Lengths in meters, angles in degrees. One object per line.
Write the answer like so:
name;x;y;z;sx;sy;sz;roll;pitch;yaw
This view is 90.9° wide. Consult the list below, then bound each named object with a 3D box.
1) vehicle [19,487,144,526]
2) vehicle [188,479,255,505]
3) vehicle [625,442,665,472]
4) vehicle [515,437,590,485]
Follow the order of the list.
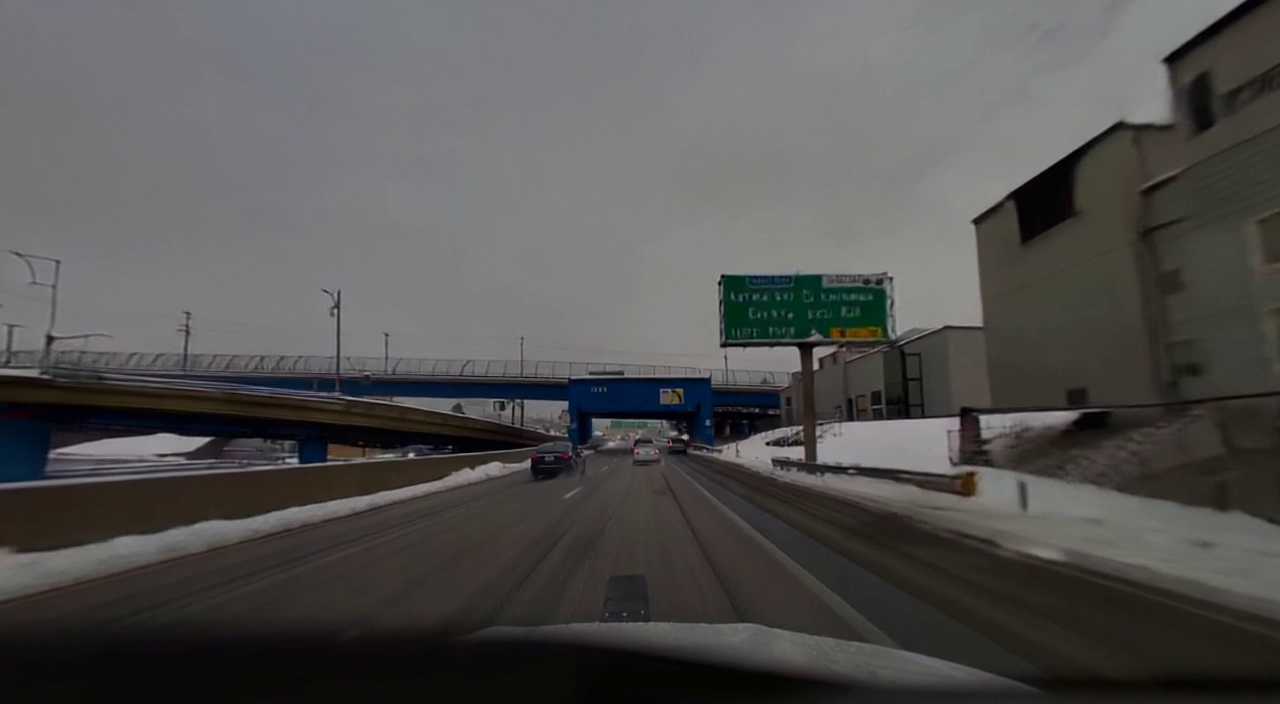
vehicle;-28.323;7.840;32.227;2.125;1.513;4.588;0;-8;1
vehicle;-31.783;10.625;48.097;2.059;1.636;4.402;0;-8;0
vehicle;0.252;5.280;31.953;1.877;1.386;3.872;0;-8;0
vehicle;-3.130;4.003;23.397;2.064;1.589;4.213;0;-8;2
